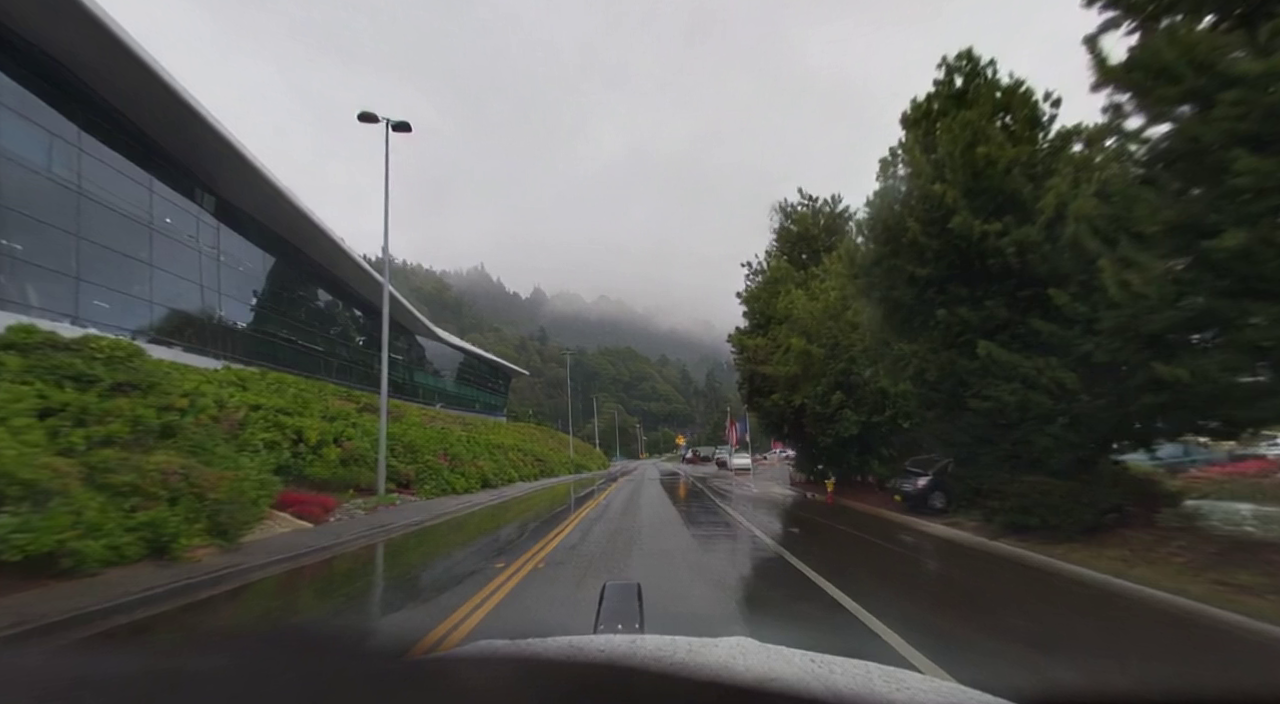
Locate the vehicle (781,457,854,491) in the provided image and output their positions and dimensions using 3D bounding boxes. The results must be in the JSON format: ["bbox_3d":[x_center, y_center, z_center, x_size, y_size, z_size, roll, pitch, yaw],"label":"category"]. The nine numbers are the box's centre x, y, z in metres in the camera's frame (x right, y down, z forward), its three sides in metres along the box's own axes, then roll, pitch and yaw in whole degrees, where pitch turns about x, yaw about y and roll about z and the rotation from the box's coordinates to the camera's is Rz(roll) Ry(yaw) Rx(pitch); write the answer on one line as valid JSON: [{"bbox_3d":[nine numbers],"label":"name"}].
[{"bbox_3d":[8.378,5.775,30.068,1.981,1.471,3.636,2,-9,-9],"label":"vehicle"}]

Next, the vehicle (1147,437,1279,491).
[{"bbox_3d":[18.460,3.500,19.954,1.807,1.547,3.443,0,-9,1],"label":"vehicle"}]

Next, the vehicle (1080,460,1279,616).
[{"bbox_3d":[8.433,2.390,8.544,3.441,1.404,1.744,-7,-6,0],"label":"vehicle"}]

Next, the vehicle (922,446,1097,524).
[{"bbox_3d":[9.192,3.231,15.703,3.519,1.503,1.912,1,-6,-22],"label":"vehicle"}]
